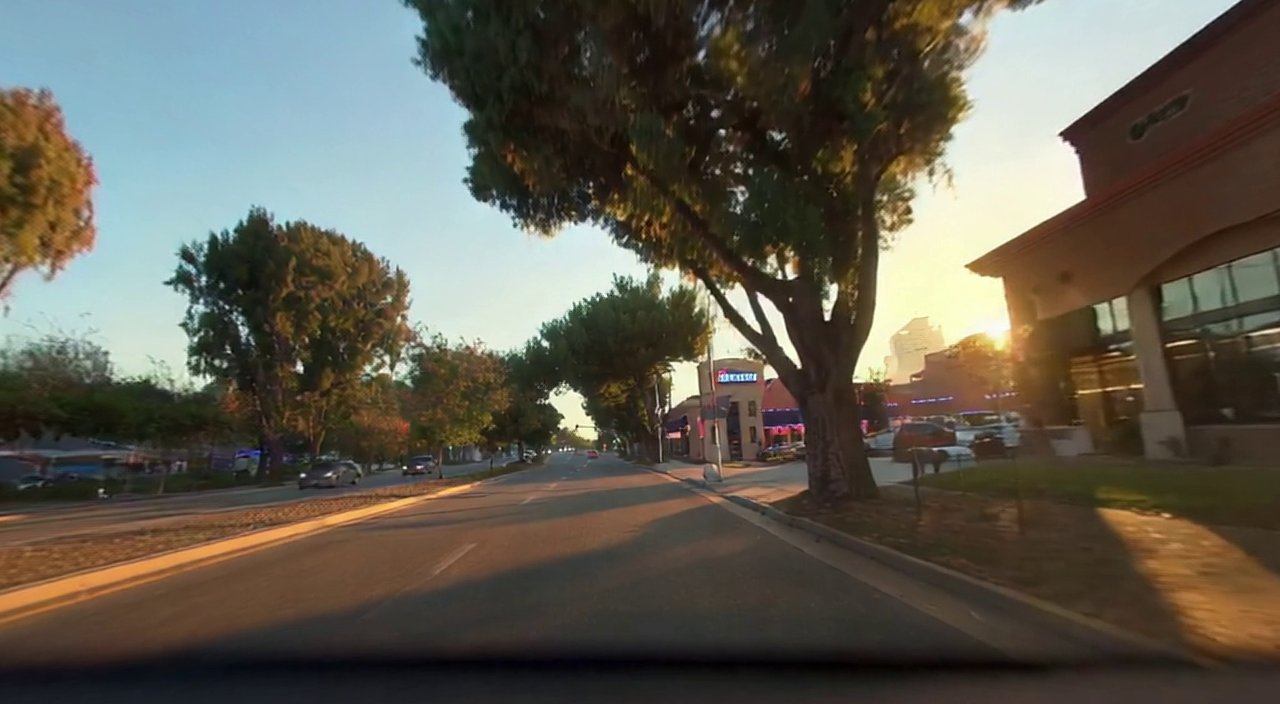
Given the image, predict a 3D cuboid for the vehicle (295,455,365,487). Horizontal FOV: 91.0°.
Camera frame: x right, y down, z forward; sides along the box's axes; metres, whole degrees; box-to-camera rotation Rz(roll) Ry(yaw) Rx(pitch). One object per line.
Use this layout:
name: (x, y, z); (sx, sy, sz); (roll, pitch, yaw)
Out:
vehicle: (-19.735, 7.539, 40.279); (2.067, 1.806, 4.832); (0, -8, -1)
